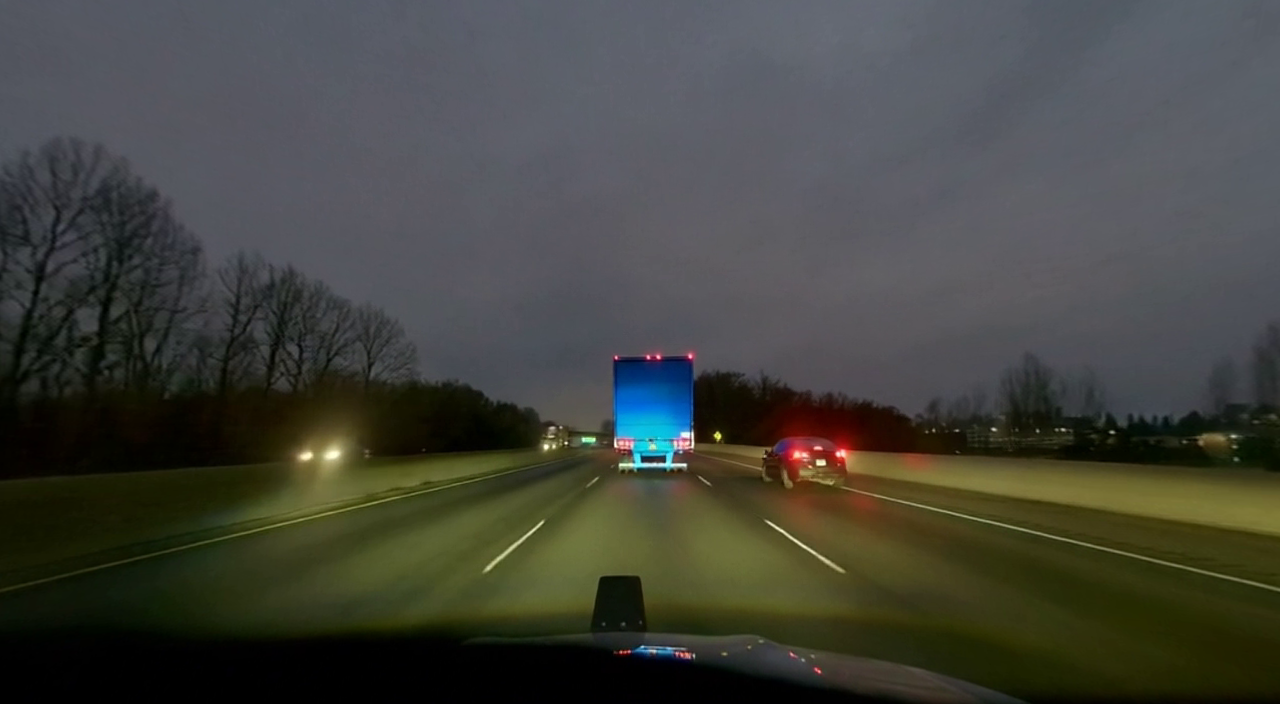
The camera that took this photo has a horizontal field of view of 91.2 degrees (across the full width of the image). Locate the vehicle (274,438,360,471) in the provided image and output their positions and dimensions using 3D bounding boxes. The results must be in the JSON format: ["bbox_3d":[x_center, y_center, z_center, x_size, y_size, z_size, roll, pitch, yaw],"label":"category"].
[{"bbox_3d":[-16.791,5.345,32.922,2.022,1.612,4.535,0,-8,1],"label":"vehicle"}]

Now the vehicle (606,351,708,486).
[{"bbox_3d":[0.502,2.710,23.986,3.010,4.039,10.481,0,-8,0],"label":"vehicle"}]
